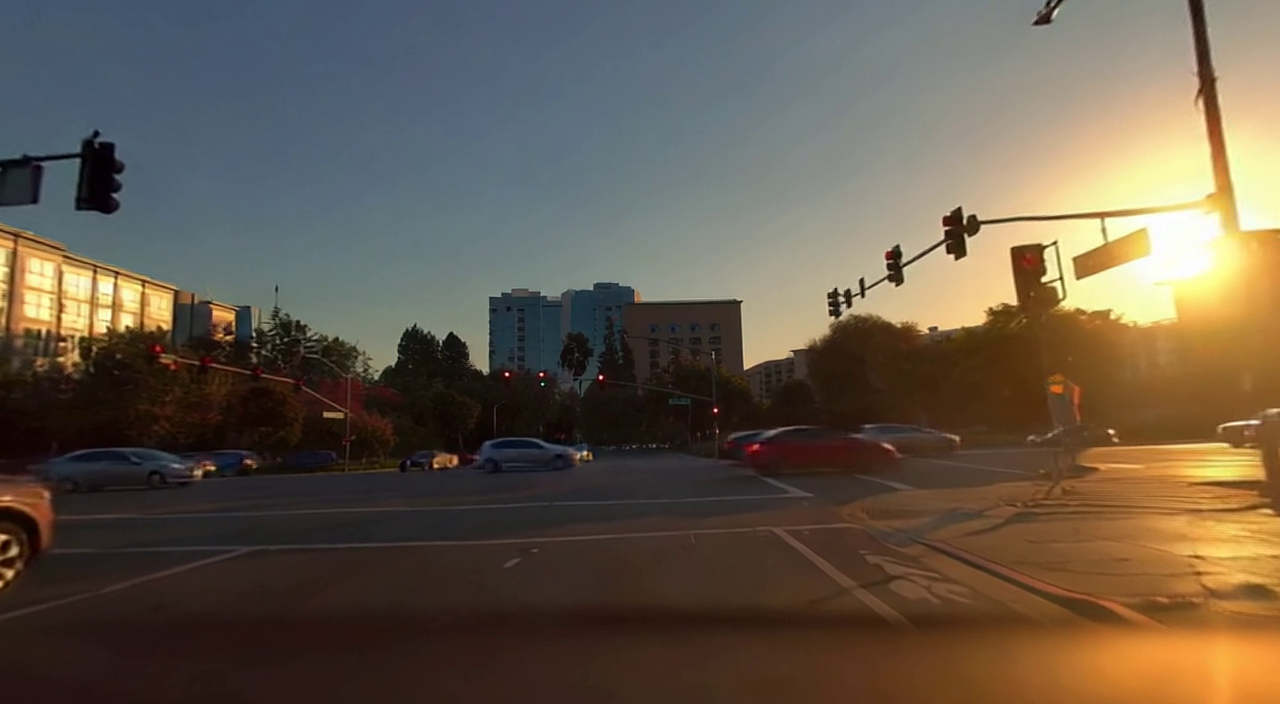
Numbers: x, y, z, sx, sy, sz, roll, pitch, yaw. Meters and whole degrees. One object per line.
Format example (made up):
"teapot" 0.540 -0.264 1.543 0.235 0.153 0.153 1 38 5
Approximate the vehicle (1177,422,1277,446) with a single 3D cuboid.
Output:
"vehicle" 37.616 5.304 40.464 4.377 1.491 1.734 -1 -9 6

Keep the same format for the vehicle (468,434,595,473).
"vehicle" -4.379 4.167 25.909 4.793 1.473 1.878 -1 -9 6

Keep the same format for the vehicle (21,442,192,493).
"vehicle" -20.032 4.336 23.808 4.673 1.740 2.150 -2 -9 5

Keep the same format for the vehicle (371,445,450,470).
"vehicle" -16.696 7.700 46.018 4.939 1.770 2.001 -1 -9 5

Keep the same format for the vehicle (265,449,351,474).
"vehicle" -20.612 6.816 39.201 4.459 1.477 1.754 -1 -9 5

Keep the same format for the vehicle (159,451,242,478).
"vehicle" -30.324 7.772 43.576 4.466 1.767 1.839 -1 -9 6

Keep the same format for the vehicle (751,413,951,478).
"vehicle" 5.632 2.600 17.440 4.865 1.663 1.962 -1 -9 6

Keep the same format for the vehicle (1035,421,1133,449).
"vehicle" 26.606 4.989 37.872 4.397 1.582 1.820 -1 -9 5
